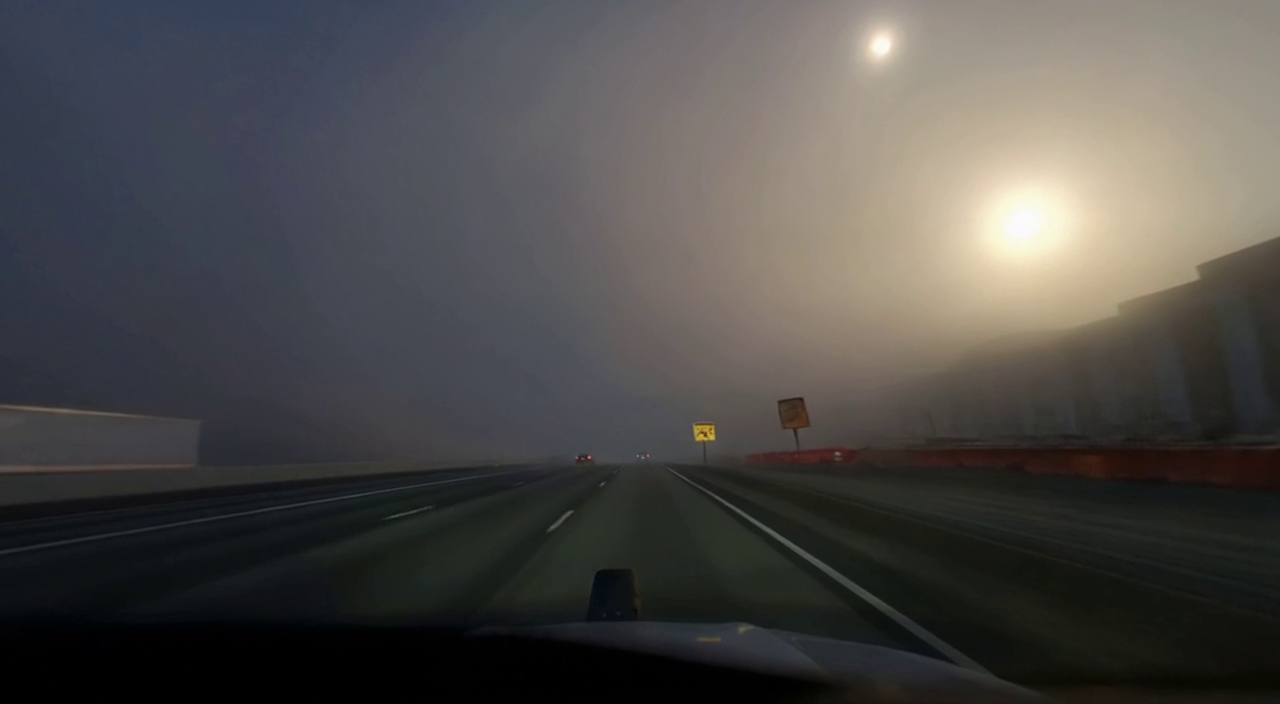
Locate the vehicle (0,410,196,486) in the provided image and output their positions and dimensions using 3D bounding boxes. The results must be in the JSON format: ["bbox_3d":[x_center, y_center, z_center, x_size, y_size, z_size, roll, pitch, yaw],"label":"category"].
[{"bbox_3d":[-35.390,6.058,39.728,2.917,3.981,16.129,0,-9,0],"label":"vehicle"}]
